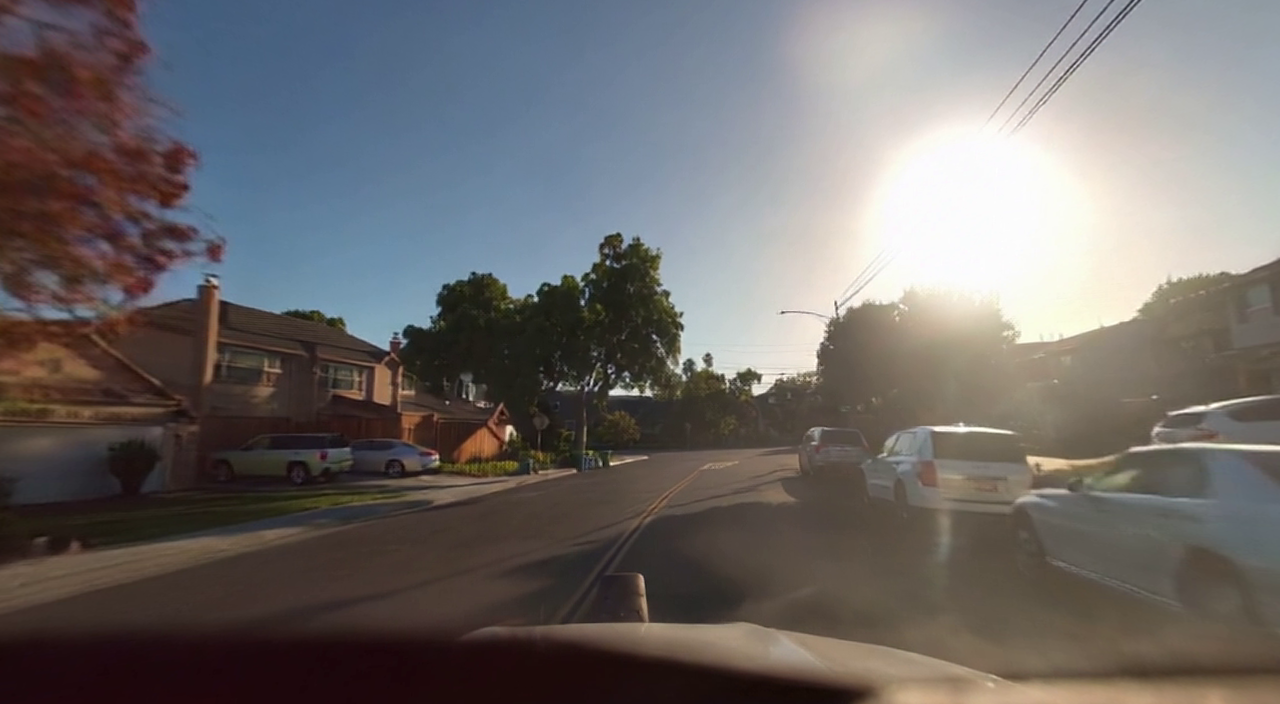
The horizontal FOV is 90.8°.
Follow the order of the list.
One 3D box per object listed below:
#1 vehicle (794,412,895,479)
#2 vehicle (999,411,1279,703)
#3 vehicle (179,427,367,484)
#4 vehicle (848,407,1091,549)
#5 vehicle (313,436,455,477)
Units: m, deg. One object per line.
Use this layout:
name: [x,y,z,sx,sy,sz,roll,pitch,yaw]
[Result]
vehicle: [7.315,3.461,23.420,2.735,2.117,6.103,-2,-9,10]
vehicle: [4.352,1.254,4.586,1.806,1.486,3.535,-2,-9,9]
vehicle: [-11.188,3.165,19.448,4.635,1.594,2.132,-2,-9,10]
vehicle: [5.030,1.981,10.598,2.194,1.786,4.704,-2,-9,10]
vehicle: [-9.492,3.886,23.583,4.455,1.419,2.017,-2,-9,9]
